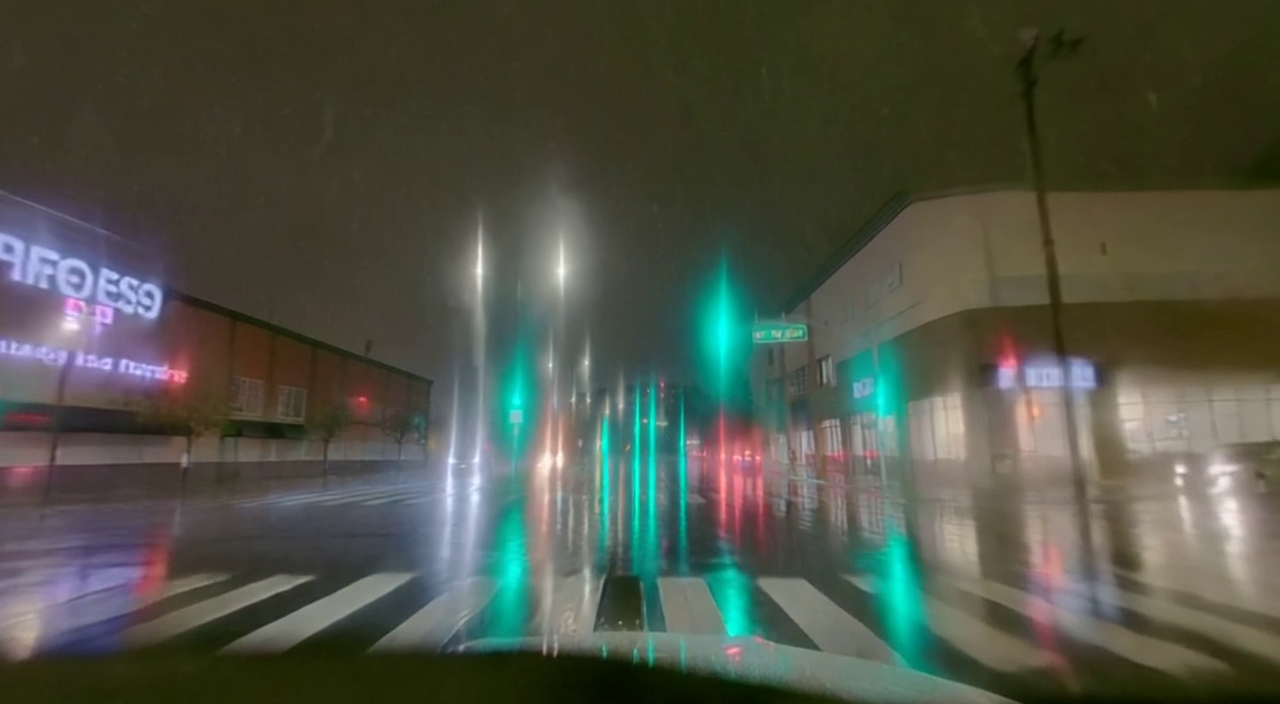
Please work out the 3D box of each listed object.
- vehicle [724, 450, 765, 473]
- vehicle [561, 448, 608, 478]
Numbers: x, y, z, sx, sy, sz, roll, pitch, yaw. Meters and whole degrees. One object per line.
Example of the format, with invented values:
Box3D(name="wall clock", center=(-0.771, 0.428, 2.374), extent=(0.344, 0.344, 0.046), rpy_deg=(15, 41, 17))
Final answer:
Box3D(name="vehicle", center=(7.209, 7.557, 43.781), extent=(1.968, 1.493, 4.878), rpy_deg=(0, -9, -1))
Box3D(name="vehicle", center=(-2.893, 5.868, 33.685), extent=(2.078, 1.471, 4.217), rpy_deg=(0, -9, 0))
